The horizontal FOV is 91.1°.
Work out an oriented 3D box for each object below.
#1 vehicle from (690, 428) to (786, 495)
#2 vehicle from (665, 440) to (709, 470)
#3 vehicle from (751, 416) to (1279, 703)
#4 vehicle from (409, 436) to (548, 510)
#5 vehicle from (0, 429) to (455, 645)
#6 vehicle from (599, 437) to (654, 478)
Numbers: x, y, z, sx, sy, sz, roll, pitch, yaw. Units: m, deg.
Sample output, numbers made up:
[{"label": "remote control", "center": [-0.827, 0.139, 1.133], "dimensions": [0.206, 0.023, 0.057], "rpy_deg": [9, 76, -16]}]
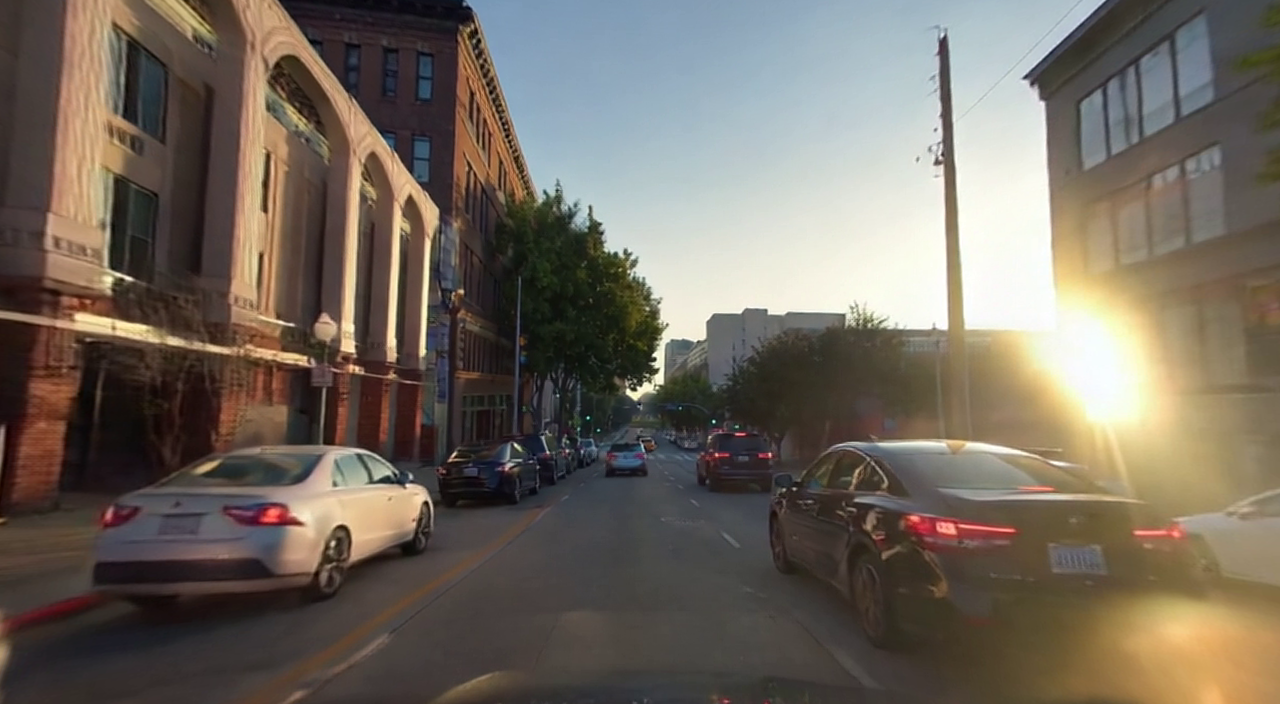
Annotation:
[{"label": "vehicle", "center": [2.724, 3.171, 18.527], "dimensions": [2.002, 1.707, 4.547], "rpy_deg": [0, -8, -1]}, {"label": "vehicle", "center": [2.439, 5.483, 33.624], "dimensions": [1.966, 1.475, 4.528], "rpy_deg": [0, -8, -1]}, {"label": "vehicle", "center": [2.438, 1.394, 5.297], "dimensions": [2.080, 1.495, 4.591], "rpy_deg": [0, -8, -1]}, {"label": "vehicle", "center": [-3.617, 2.805, 15.115], "dimensions": [1.972, 1.471, 4.795], "rpy_deg": [0, -8, 1]}, {"label": "vehicle", "center": [-3.645, 1.603, 6.588], "dimensions": [1.954, 1.462, 4.407], "rpy_deg": [0, -8, 1]}, {"label": "vehicle", "center": [-0.497, 4.132, 24.784], "dimensions": [2.007, 1.460, 3.923], "rpy_deg": [0, -8, 0]}]
